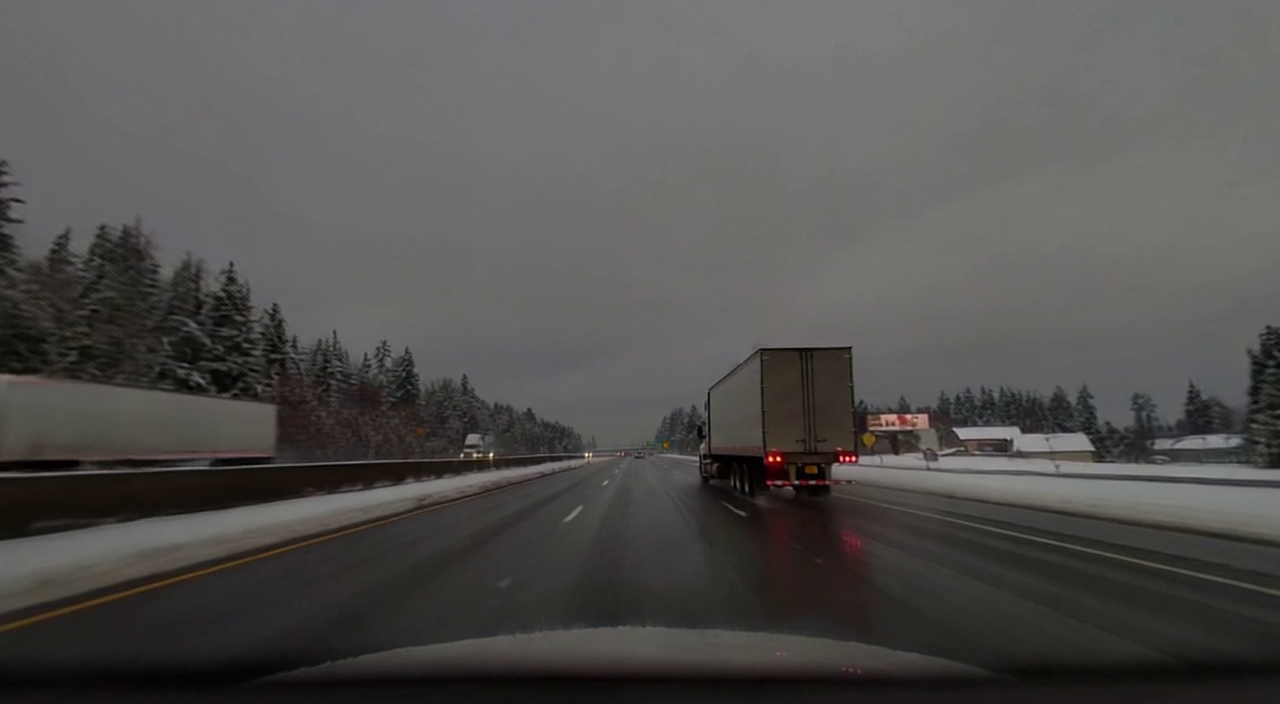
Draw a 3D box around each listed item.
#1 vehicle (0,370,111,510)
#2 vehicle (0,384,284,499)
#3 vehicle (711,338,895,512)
[{"bbox_3d":[-20.389,2.672,18.987,3.367,4.049,6.073,0,-9,-1],"label":"vehicle"},{"bbox_3d":[-20.385,3.882,27.053,3.135,3.778,12.388,0,-9,-1],"label":"vehicle"},{"bbox_3d":[4.689,2.707,21.789,3.058,4.312,12.251,0,-9,0],"label":"vehicle"}]
